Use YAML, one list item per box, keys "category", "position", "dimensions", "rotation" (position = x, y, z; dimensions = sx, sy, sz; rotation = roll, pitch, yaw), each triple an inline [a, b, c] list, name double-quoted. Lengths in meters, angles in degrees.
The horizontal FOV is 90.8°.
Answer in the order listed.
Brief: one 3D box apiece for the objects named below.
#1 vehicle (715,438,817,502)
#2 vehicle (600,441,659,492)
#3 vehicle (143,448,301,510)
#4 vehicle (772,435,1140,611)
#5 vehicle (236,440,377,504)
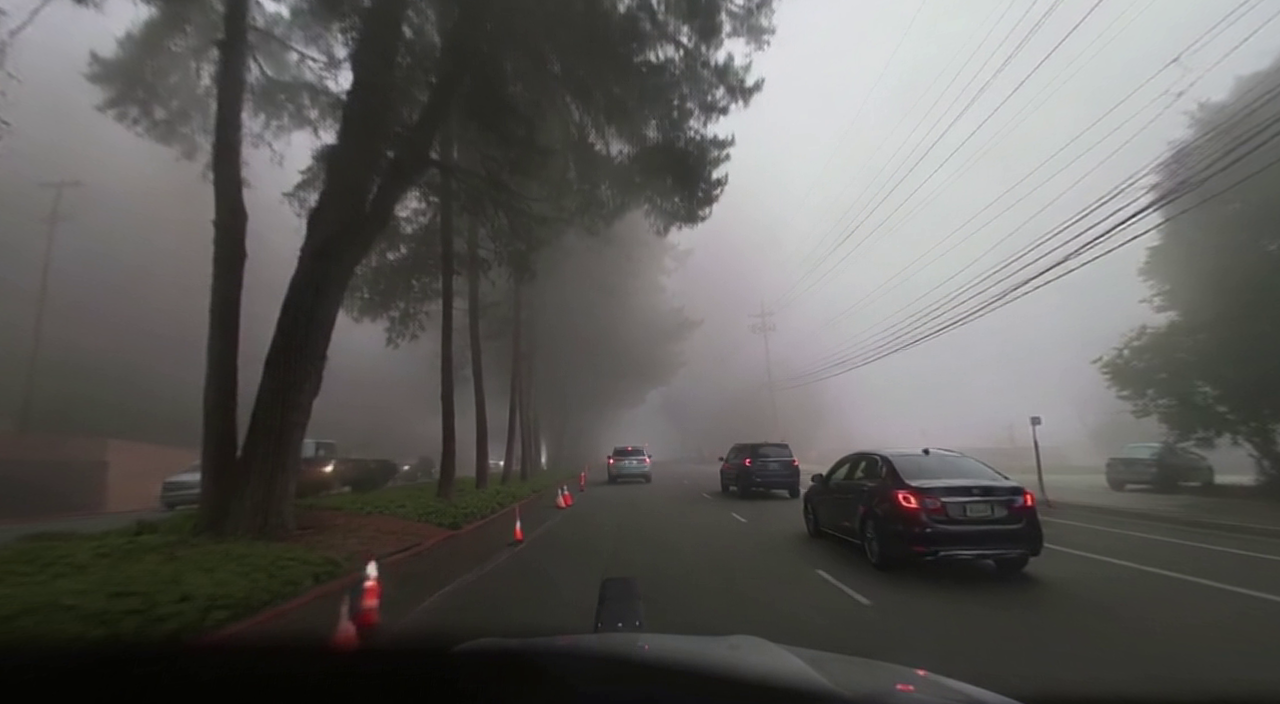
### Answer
- category: "vehicle"
  position: [3.780, 3.609, 19.841]
  dimensions: [2.116, 1.726, 4.672]
  rotation: [0, -8, -1]
- category: "vehicle"
  position: [-0.375, 4.253, 23.888]
  dimensions: [2.050, 1.745, 3.915]
  rotation: [-1, -8, 0]
- category: "vehicle"
  position: [-16.082, 4.849, 24.851]
  dimensions: [2.258, 2.072, 5.695]
  rotation: [-1, -8, 0]
- category: "vehicle"
  position: [3.215, 1.803, 7.762]
  dimensions: [1.977, 1.460, 4.565]
  rotation: [0, -8, -3]
- category: "vehicle"
  position: [-12.480, 4.478, 24.276]
  dimensions: [2.223, 2.091, 6.044]
  rotation: [0, -8, -1]
